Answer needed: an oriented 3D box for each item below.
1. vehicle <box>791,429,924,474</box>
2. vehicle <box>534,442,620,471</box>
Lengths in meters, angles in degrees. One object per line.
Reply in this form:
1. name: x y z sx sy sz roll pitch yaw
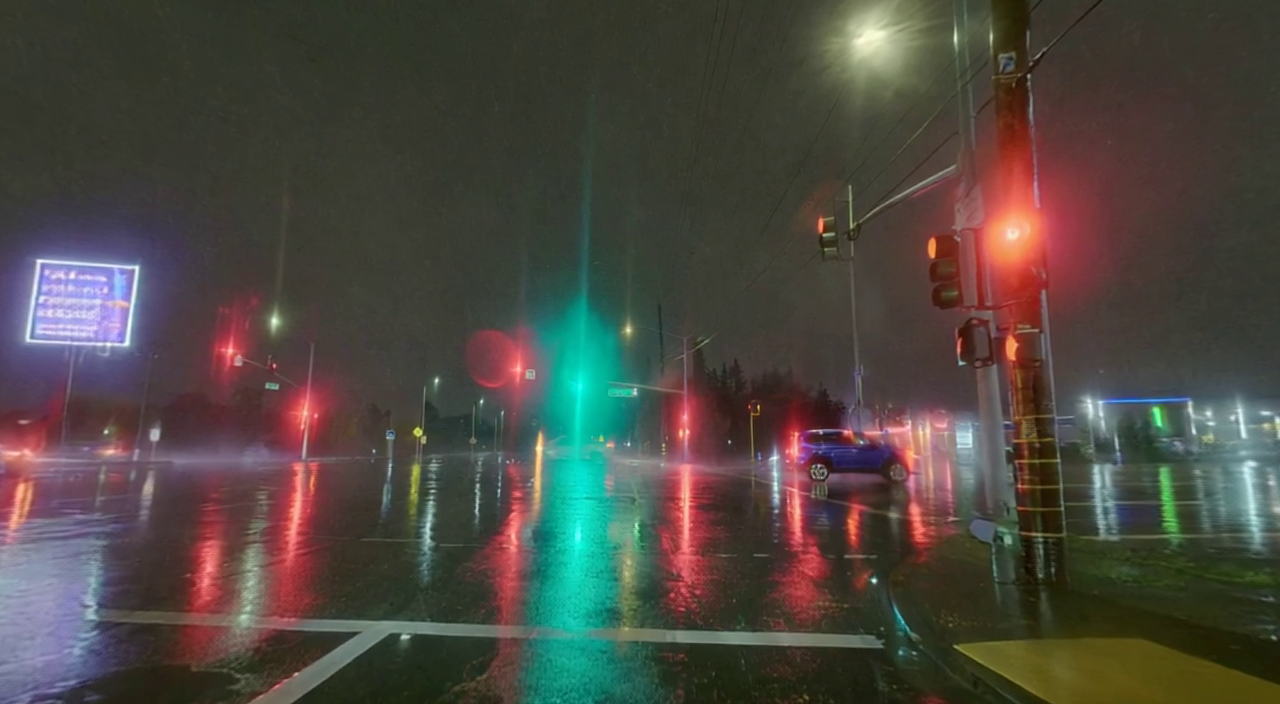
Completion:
1. vehicle: 8.719 4.031 25.718 4.884 1.714 2.021 -2 -9 12
2. vehicle: -3.536 5.937 35.841 4.529 1.566 1.842 -2 -9 12
